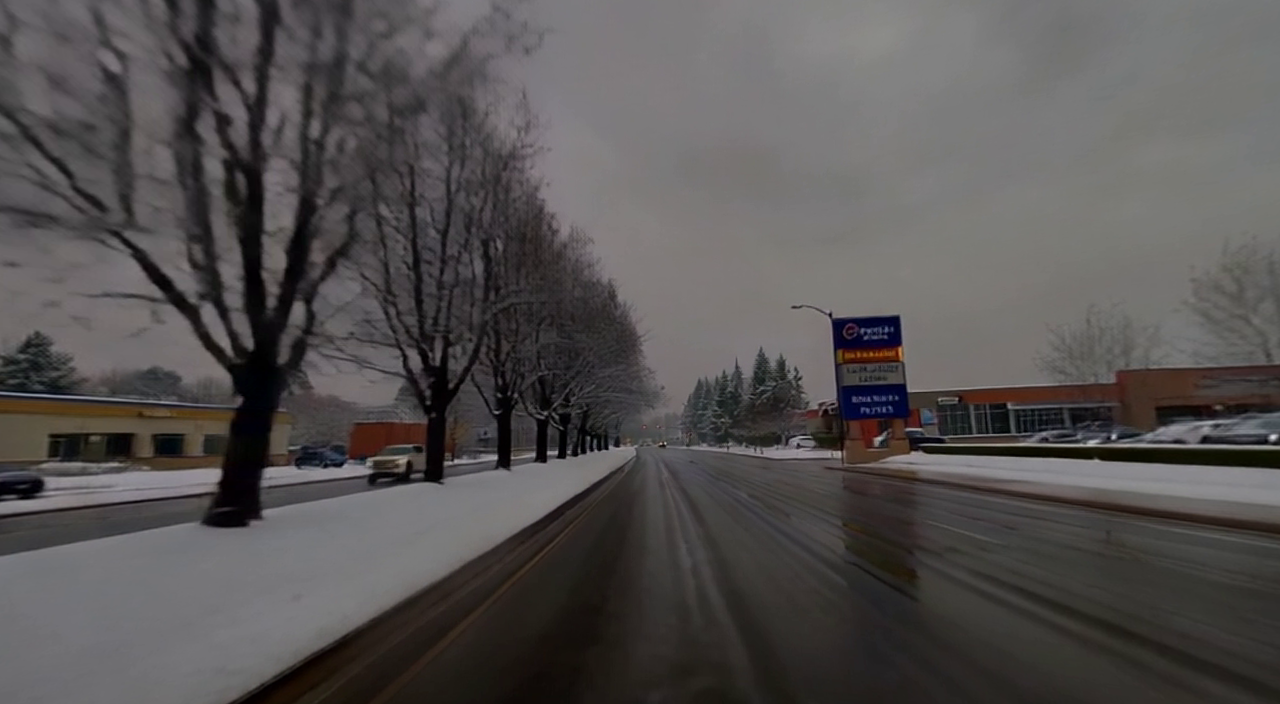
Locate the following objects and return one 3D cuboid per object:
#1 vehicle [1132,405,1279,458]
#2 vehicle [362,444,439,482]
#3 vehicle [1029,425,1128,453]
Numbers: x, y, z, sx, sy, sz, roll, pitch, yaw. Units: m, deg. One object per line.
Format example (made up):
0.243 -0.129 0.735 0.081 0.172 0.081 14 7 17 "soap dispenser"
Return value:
21.895 2.884 23.373 5.505 1.592 2.166 -3 -7 -1 "vehicle"
-11.103 5.145 29.588 1.896 1.593 4.014 0 -9 2 "vehicle"
22.453 4.474 32.458 3.547 1.360 1.951 -1 -9 3 "vehicle"
